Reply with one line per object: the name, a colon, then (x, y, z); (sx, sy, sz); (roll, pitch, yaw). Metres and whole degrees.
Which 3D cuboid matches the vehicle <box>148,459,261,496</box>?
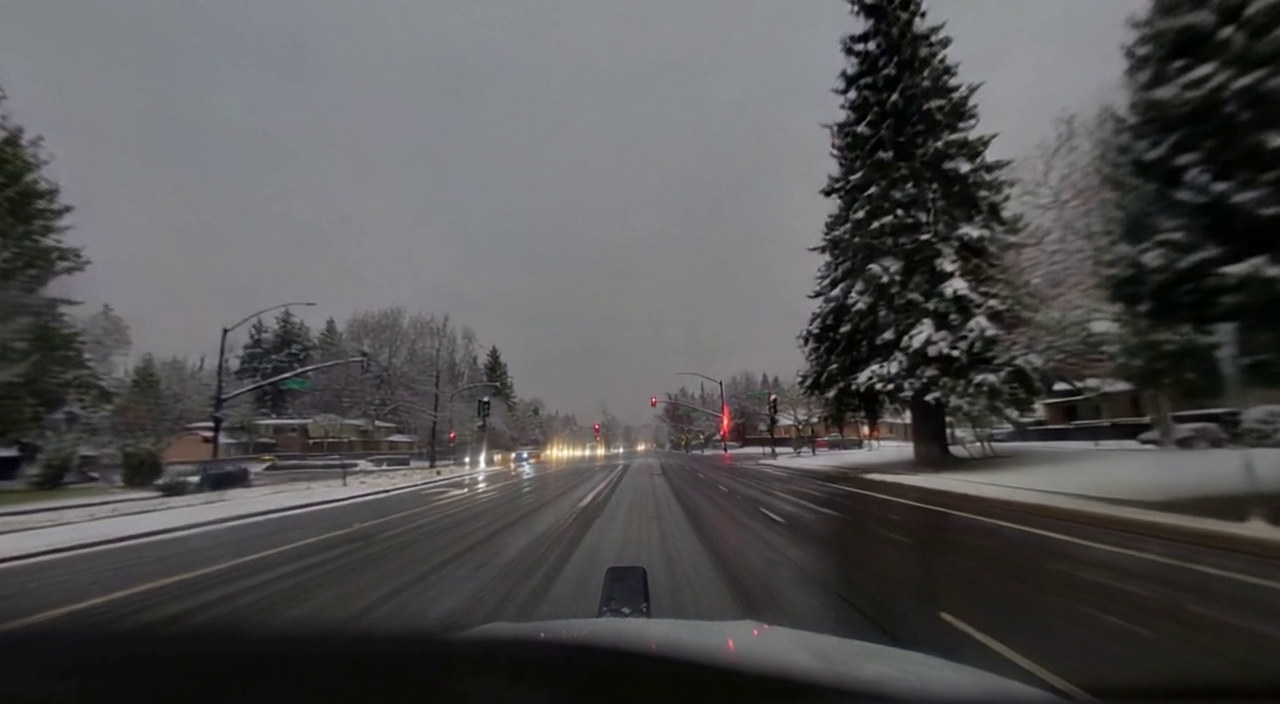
vehicle: (-20.487, 5.897, 29.963); (2.035, 1.453, 4.600); (-1, -8, 1)
